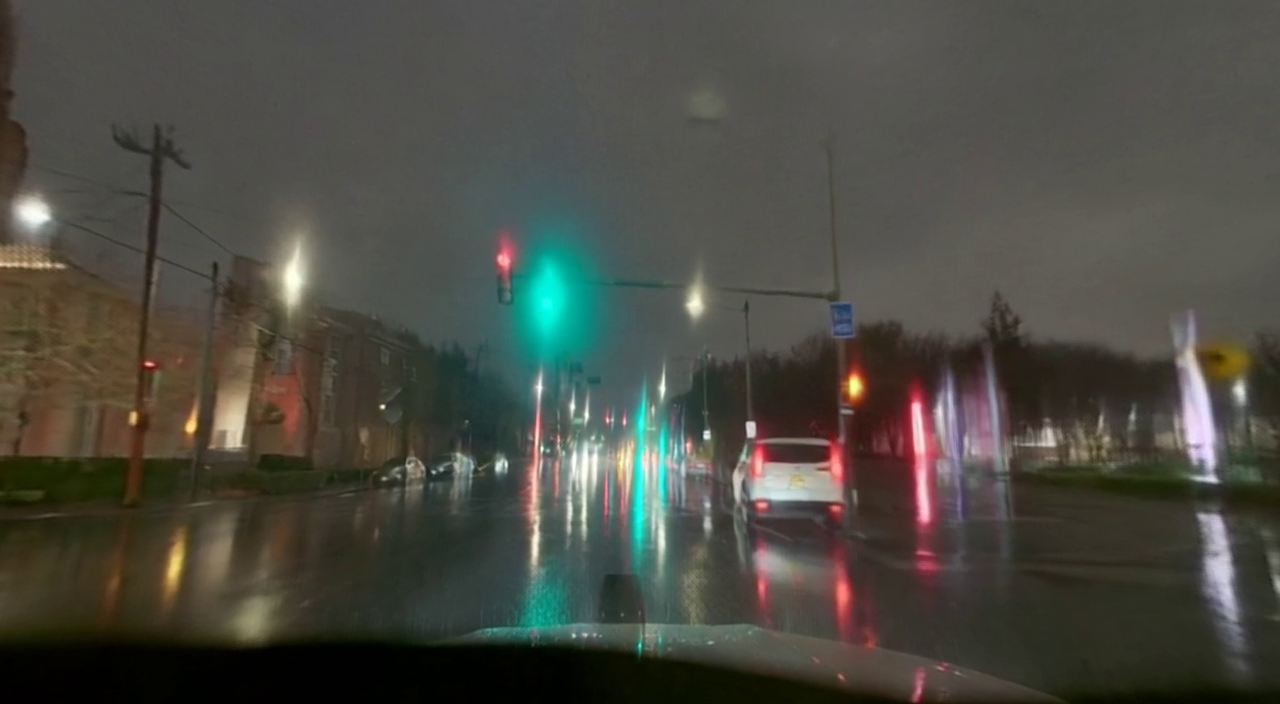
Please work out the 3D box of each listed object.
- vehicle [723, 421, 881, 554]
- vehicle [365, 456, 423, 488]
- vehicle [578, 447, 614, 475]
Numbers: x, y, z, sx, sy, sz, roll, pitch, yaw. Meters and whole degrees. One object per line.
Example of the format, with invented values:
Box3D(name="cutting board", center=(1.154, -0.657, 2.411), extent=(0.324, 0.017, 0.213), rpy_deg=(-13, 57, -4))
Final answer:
Box3D(name="vehicle", center=(3.004, 2.620, 12.915), extent=(2.074, 2.041, 5.045), rpy_deg=(3, -9, 2))
Box3D(name="vehicle", center=(-15.271, 7.446, 39.442), extent=(1.978, 1.819, 4.477), rpy_deg=(0, -10, -2))
Box3D(name="vehicle", center=(-3.257, 8.214, 47.725), extent=(2.293, 1.936, 4.737), rpy_deg=(1, -9, 1))
